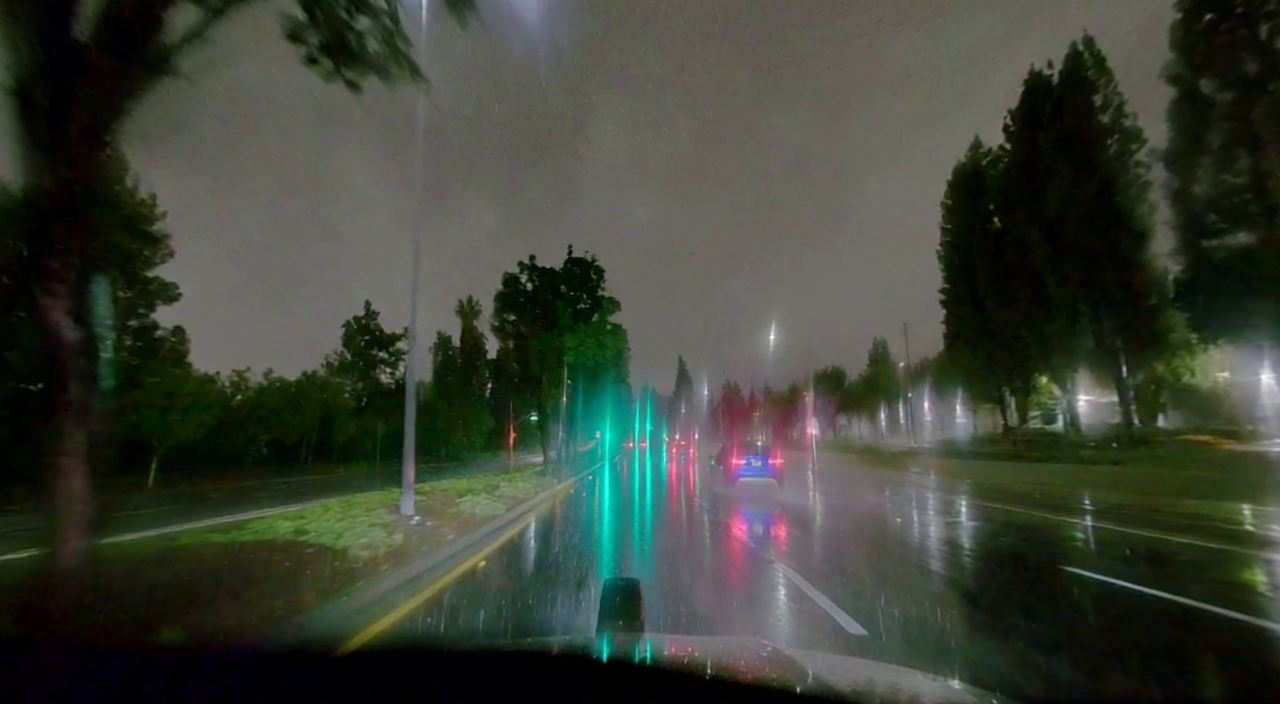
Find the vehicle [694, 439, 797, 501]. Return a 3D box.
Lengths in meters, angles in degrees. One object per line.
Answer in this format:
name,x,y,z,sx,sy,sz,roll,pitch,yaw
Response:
vehicle,2.766,3.204,17.610,2.056,1.483,4.091,0,-8,-2
